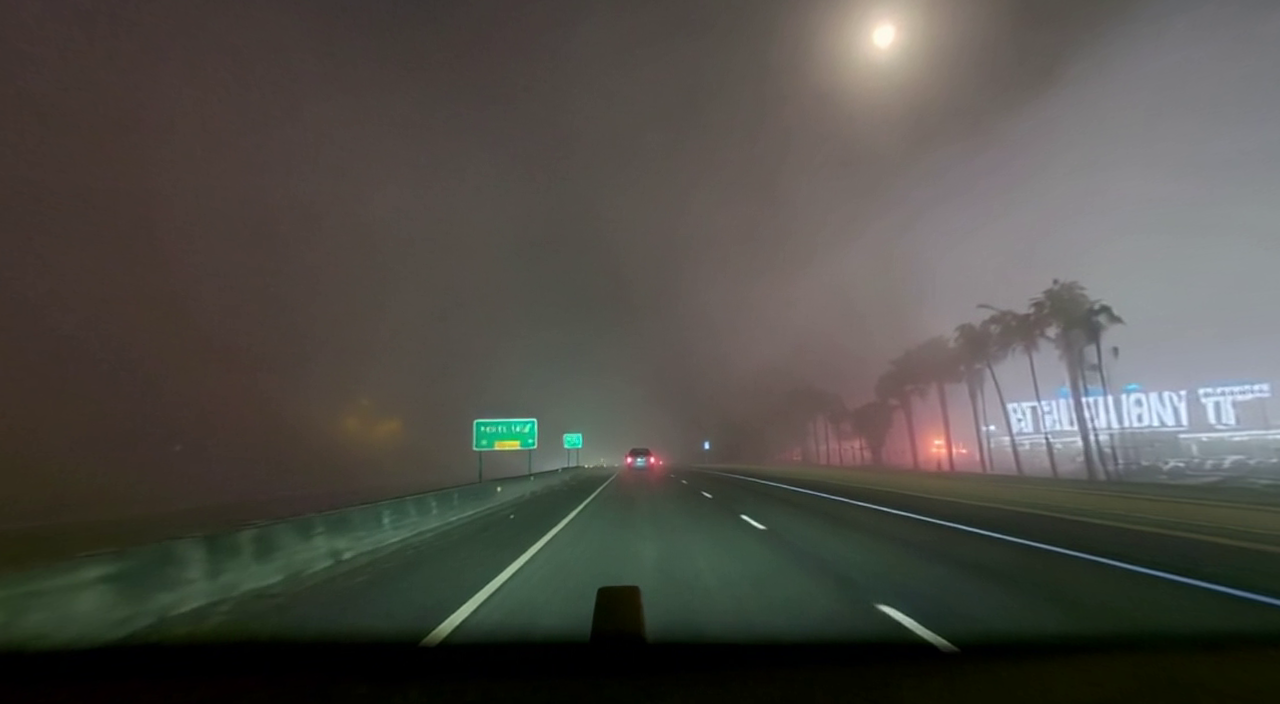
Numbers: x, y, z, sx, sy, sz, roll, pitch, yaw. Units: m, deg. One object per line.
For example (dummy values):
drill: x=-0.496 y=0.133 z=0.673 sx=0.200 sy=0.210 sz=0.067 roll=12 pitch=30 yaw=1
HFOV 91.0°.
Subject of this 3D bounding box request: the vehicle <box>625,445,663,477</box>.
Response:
vehicle: x=0.216 y=6.353 z=37.015 sx=2.089 sy=1.718 sz=4.193 roll=0 pitch=-9 yaw=0
